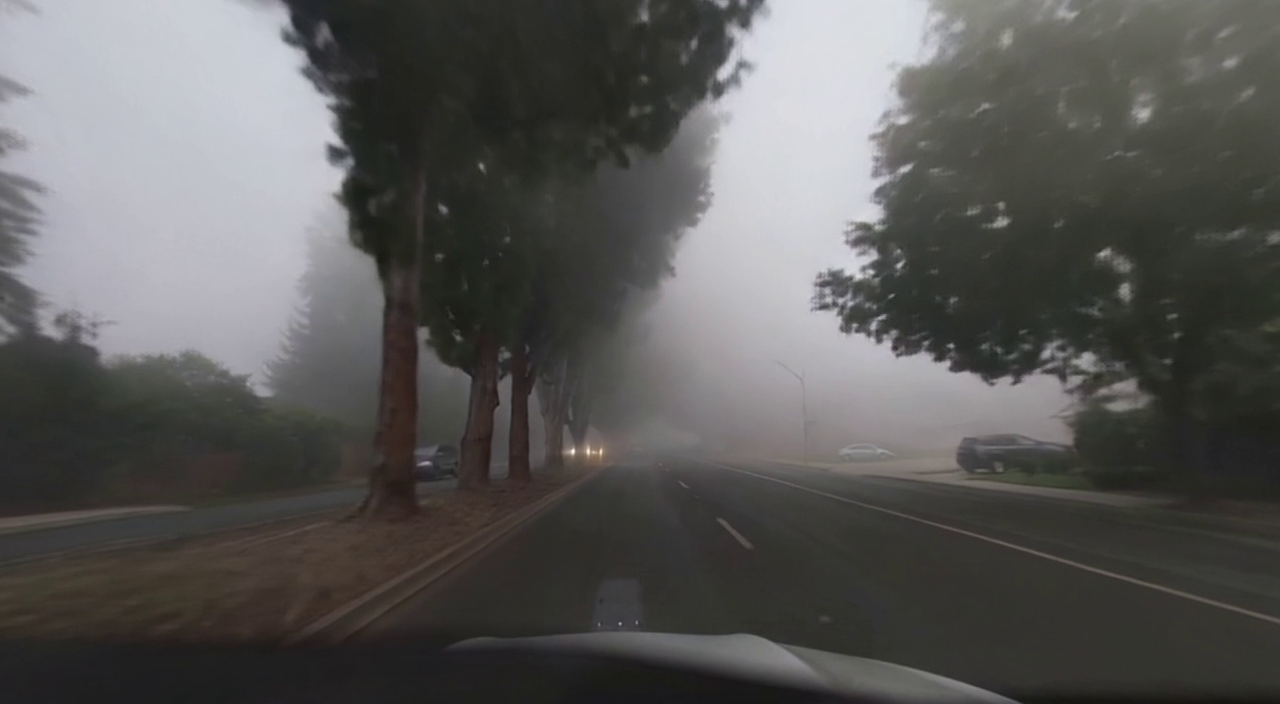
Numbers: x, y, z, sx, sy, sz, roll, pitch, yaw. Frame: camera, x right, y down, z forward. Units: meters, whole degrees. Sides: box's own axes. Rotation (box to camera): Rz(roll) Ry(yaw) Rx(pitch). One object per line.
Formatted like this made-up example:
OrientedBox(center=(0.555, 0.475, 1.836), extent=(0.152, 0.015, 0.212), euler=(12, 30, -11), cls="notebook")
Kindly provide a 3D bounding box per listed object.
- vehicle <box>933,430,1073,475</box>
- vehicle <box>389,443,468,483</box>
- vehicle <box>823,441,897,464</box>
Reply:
OrientedBox(center=(14.433, 4.007, 25.228), extent=(4.386, 1.711, 1.929), euler=(0, -8, 1), cls="vehicle")
OrientedBox(center=(-9.831, 5.190, 29.711), extent=(2.000, 1.728, 4.587), euler=(0, -8, 2), cls="vehicle")
OrientedBox(center=(15.659, 7.154, 44.901), extent=(4.500, 1.390, 1.864), euler=(-1, -7, -3), cls="vehicle")
